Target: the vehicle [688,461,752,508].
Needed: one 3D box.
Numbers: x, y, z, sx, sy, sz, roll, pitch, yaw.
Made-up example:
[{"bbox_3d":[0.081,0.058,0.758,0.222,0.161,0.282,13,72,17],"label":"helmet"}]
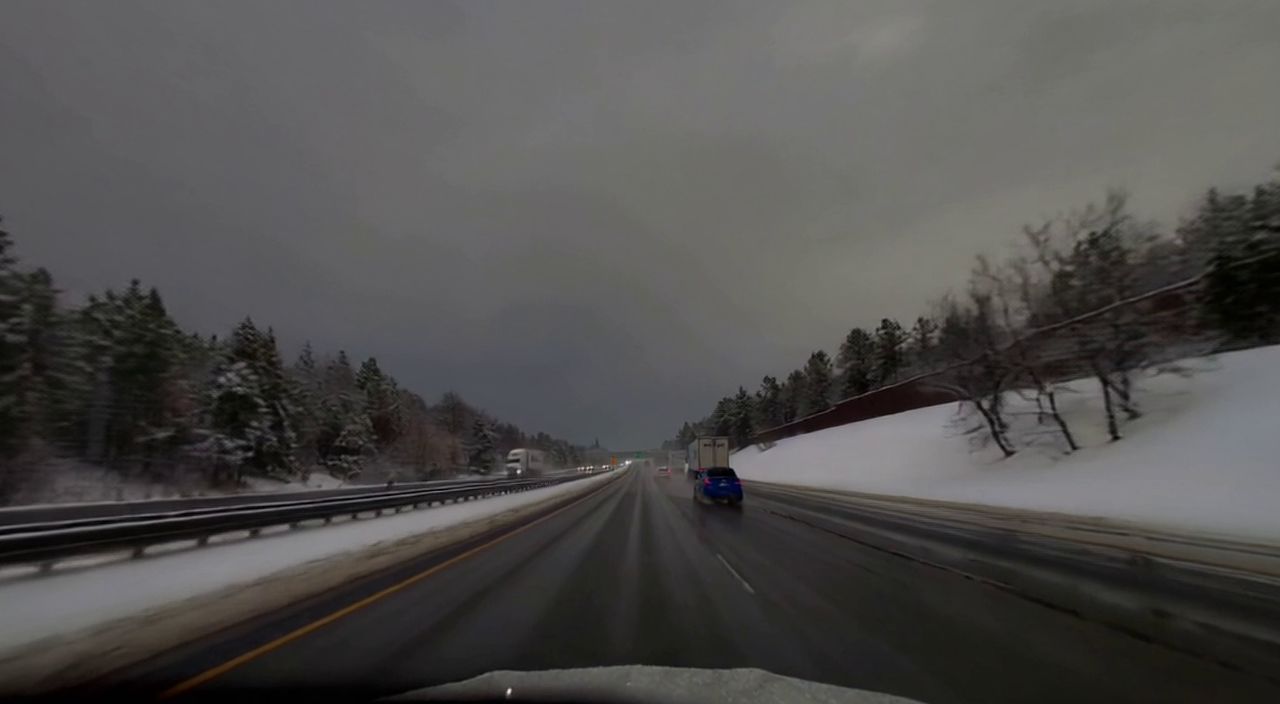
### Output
[{"bbox_3d":[2.980,5.020,24.145,2.011,1.574,3.512,2,-10,0],"label":"vehicle"}]
